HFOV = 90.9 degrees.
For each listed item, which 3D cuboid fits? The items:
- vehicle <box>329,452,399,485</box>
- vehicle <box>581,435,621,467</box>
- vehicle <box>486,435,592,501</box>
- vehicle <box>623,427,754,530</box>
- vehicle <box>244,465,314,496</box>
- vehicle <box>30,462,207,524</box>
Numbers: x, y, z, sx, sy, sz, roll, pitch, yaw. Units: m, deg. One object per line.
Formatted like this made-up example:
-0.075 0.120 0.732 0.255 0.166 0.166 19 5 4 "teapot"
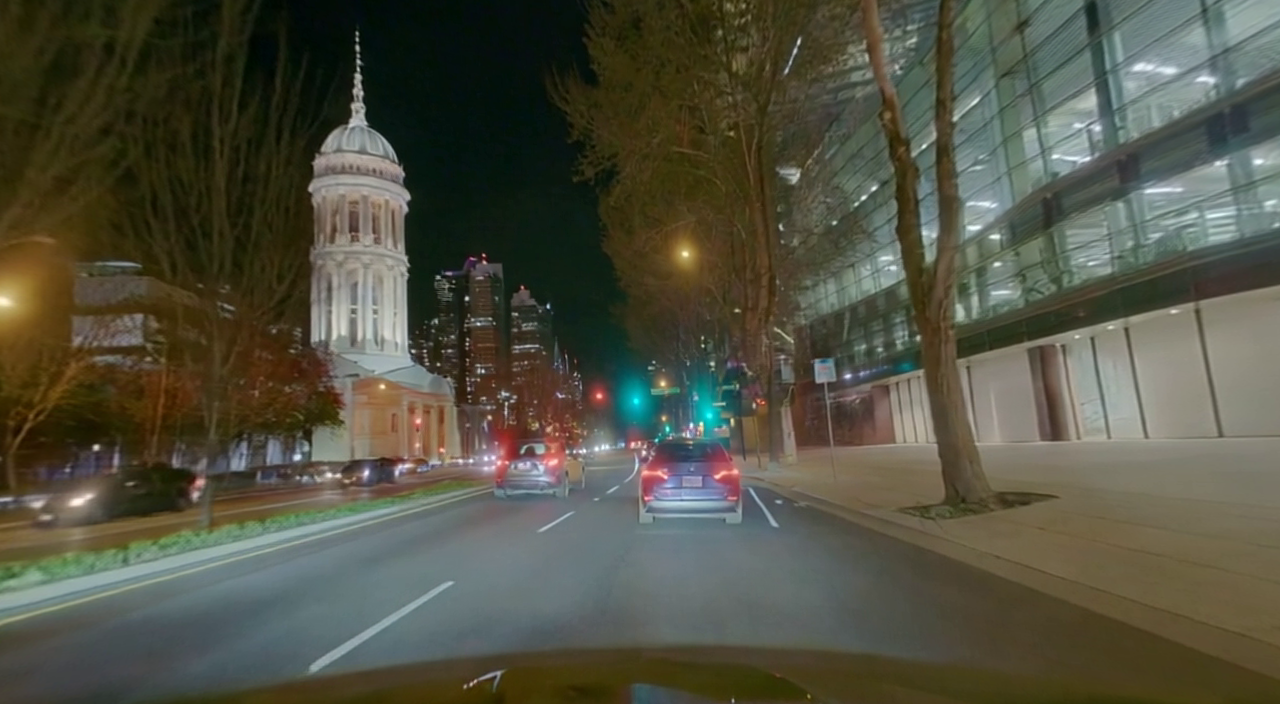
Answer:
-16.747 7.067 38.572 2.024 1.782 4.827 0 -9 0 "vehicle"
-2.254 5.853 37.425 1.969 1.764 4.160 0 -9 2 "vehicle"
-2.533 3.051 16.967 1.961 1.517 4.202 0 -9 3 "vehicle"
0.756 2.171 11.301 1.933 1.504 3.802 0 -9 1 "vehicle"
-23.389 8.338 41.086 2.003 1.747 4.505 0 -9 -2 "vehicle"
-16.949 4.572 20.888 2.075 1.700 4.405 0 -9 -1 "vehicle"
